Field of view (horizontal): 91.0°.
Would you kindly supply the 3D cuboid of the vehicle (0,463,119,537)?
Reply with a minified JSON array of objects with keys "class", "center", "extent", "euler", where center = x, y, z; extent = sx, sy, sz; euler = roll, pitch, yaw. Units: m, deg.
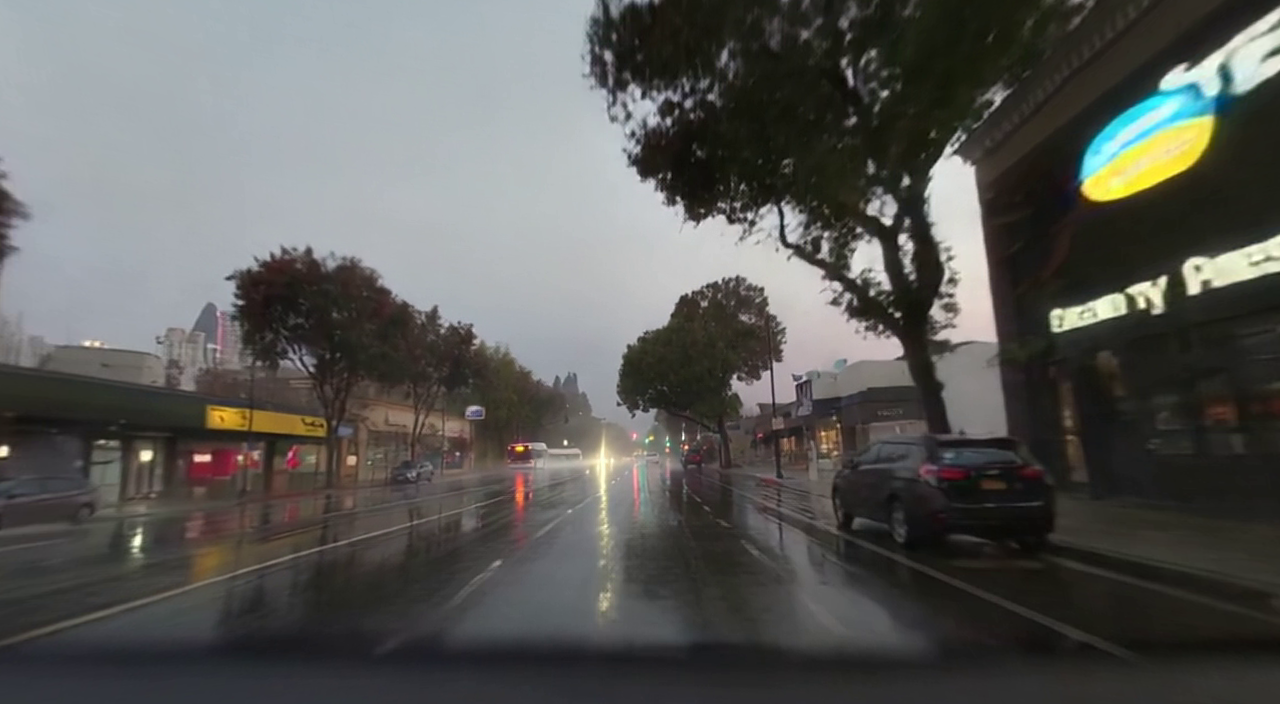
[{"class":"vehicle","center":[-17.455,4.040,17.359],"extent":[1.920,1.796,4.710],"euler":[0,-9,3]}]

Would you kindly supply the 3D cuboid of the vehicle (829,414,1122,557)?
[{"class":"vehicle","center":[5.159,2.130,10.868],"extent":[2.241,1.832,5.234],"euler":[0,-9,1]}]

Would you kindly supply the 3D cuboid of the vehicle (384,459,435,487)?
[{"class":"vehicle","center":[-16.838,8.842,46.285],"extent":[1.896,1.844,4.620],"euler":[0,-9,1]}]
